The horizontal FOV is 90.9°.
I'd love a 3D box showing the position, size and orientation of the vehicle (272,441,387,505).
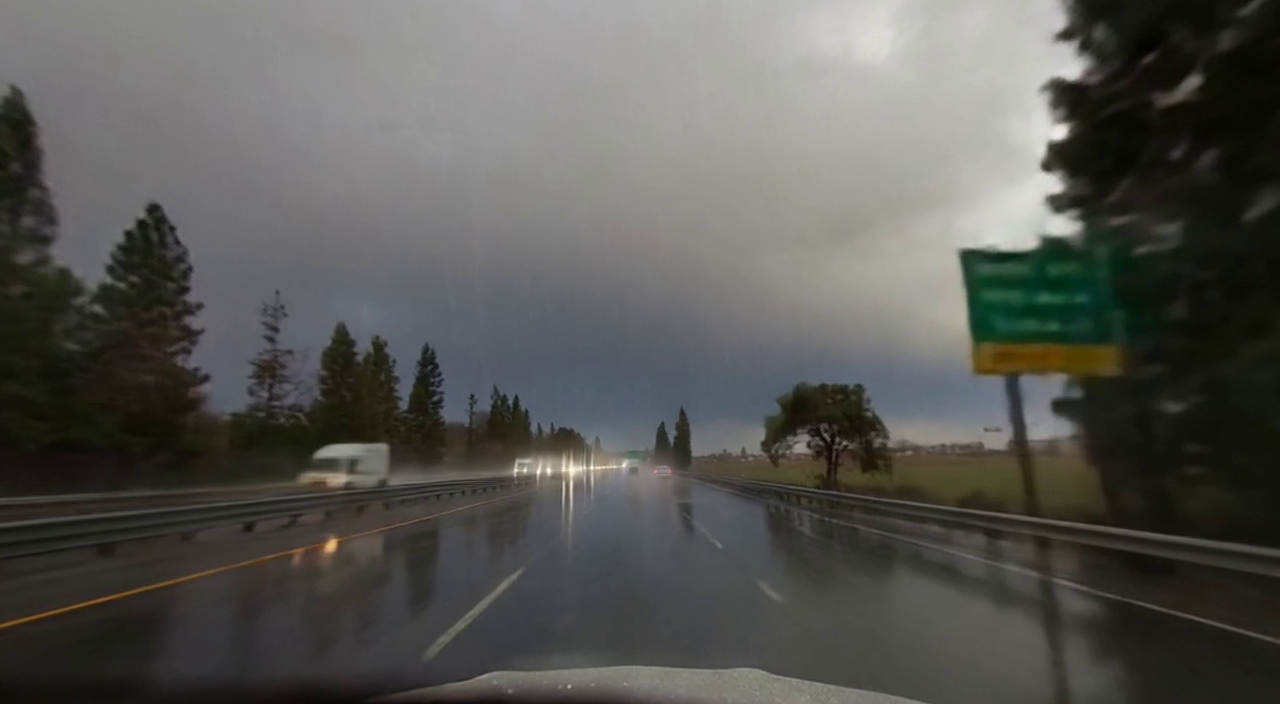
[{"bbox_3d":[-12.830,5.078,26.510,2.196,2.363,5.077,1,-11,0],"label":"vehicle"}]
